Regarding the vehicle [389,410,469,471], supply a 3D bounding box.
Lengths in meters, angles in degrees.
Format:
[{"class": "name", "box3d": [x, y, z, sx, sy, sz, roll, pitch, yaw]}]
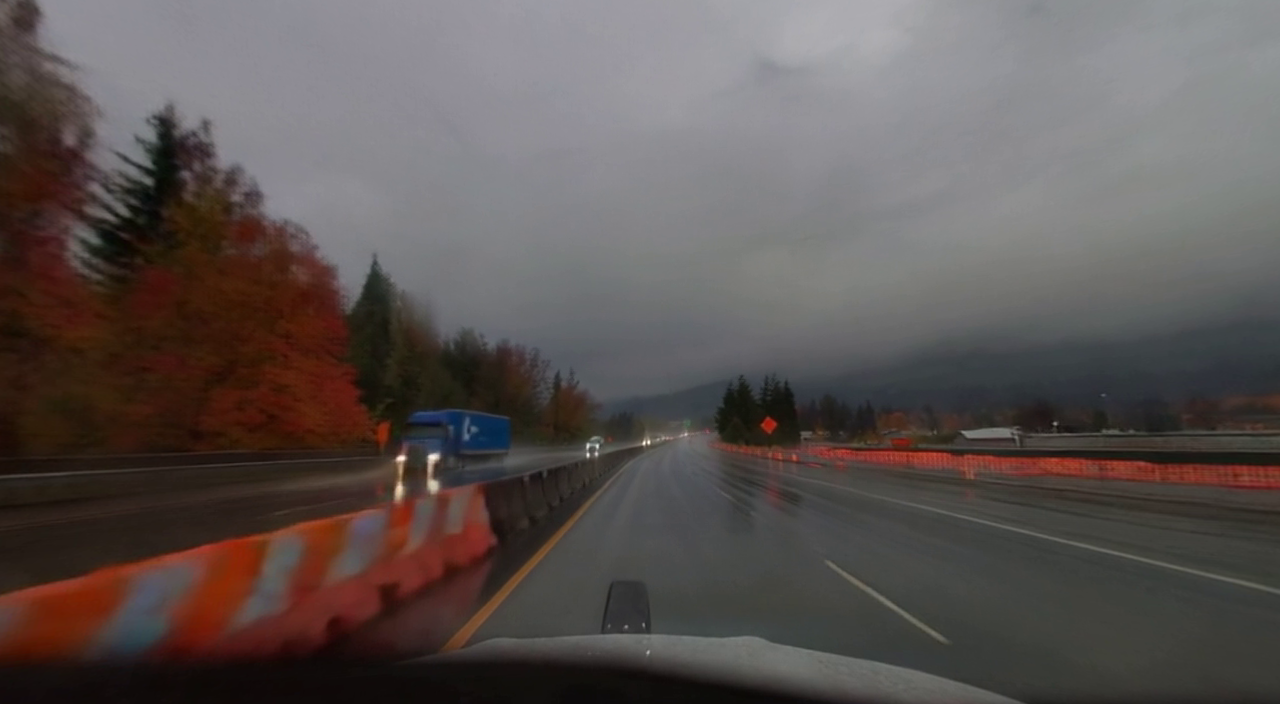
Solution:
[{"class": "vehicle", "box3d": [-14.148, 6.039, 42.868, 3.094, 3.803, 6.248, -1, -8, 1]}]
